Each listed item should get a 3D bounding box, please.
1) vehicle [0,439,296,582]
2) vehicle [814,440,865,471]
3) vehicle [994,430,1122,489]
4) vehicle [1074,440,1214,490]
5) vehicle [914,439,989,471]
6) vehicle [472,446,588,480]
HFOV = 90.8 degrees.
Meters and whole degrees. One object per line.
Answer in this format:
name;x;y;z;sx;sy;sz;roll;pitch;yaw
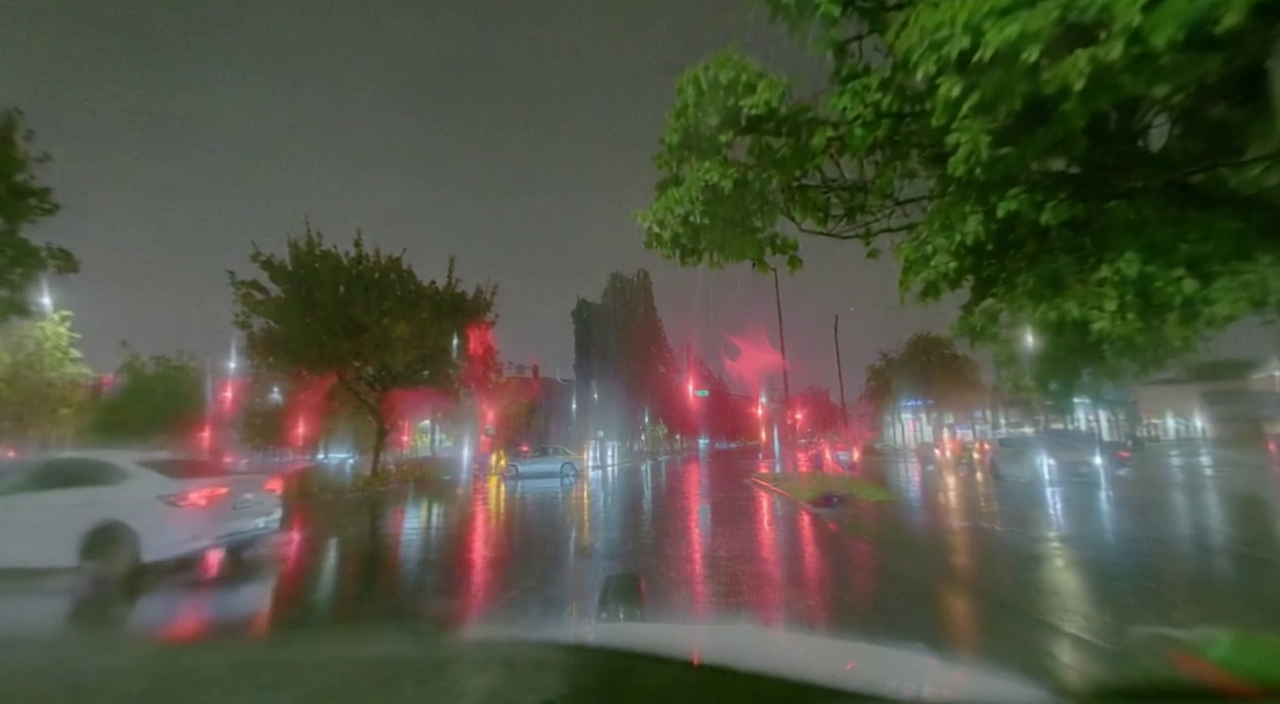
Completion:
vehicle;-6.875;1.810;7.614;4.376;1.476;1.791;0;-9;2
vehicle;10.621;5.501;33.964;2.061;1.519;4.794;-2;-8;11
vehicle;13.281;3.427;20.447;1.921;1.657;4.400;-2;-9;13
vehicle;15.676;3.498;19.931;1.936;1.391;3.874;-2;-9;14
vehicle;15.728;5.219;32.192;1.951;1.491;4.359;-1;-9;5
vehicle;-5.054;5.120;29.314;4.792;1.468;2.116;-2;-9;13
